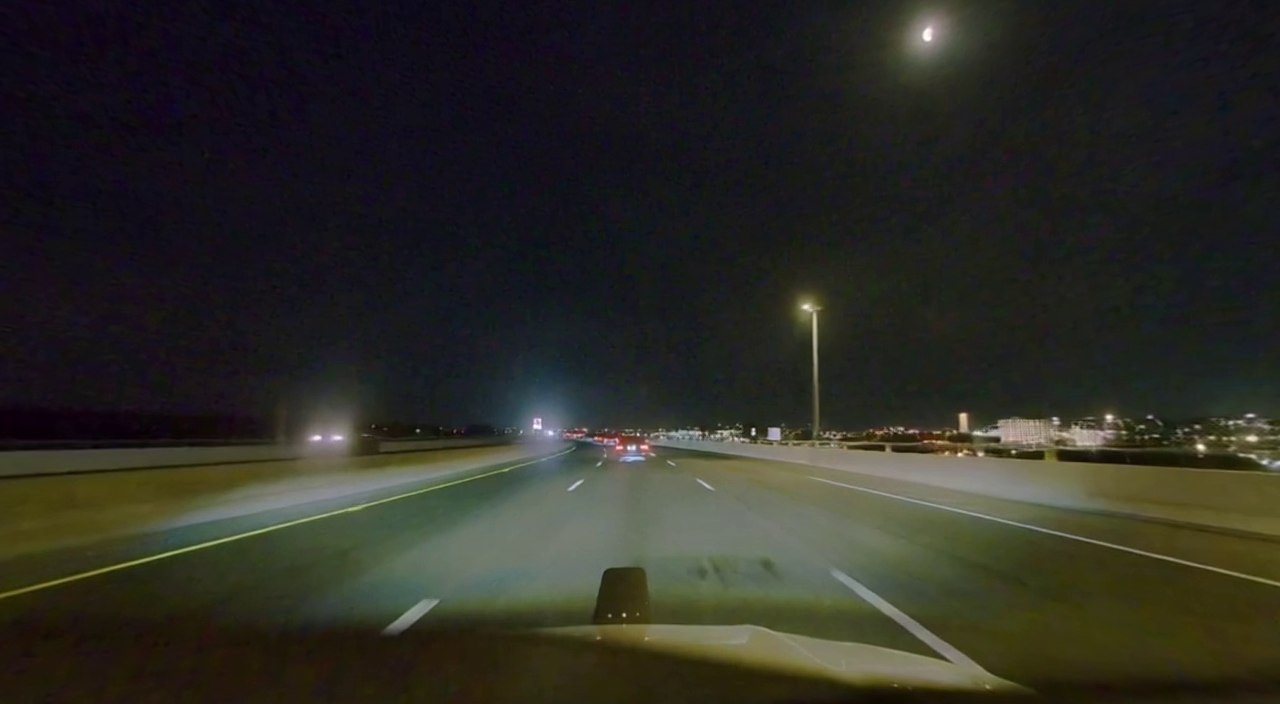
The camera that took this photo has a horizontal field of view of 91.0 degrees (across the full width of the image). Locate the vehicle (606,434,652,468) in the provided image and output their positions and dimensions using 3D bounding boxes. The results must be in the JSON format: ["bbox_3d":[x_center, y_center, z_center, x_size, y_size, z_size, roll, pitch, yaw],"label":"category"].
[{"bbox_3d":[-0.510,4.894,31.234,2.130,1.512,4.057,0,-8,0],"label":"vehicle"}]
